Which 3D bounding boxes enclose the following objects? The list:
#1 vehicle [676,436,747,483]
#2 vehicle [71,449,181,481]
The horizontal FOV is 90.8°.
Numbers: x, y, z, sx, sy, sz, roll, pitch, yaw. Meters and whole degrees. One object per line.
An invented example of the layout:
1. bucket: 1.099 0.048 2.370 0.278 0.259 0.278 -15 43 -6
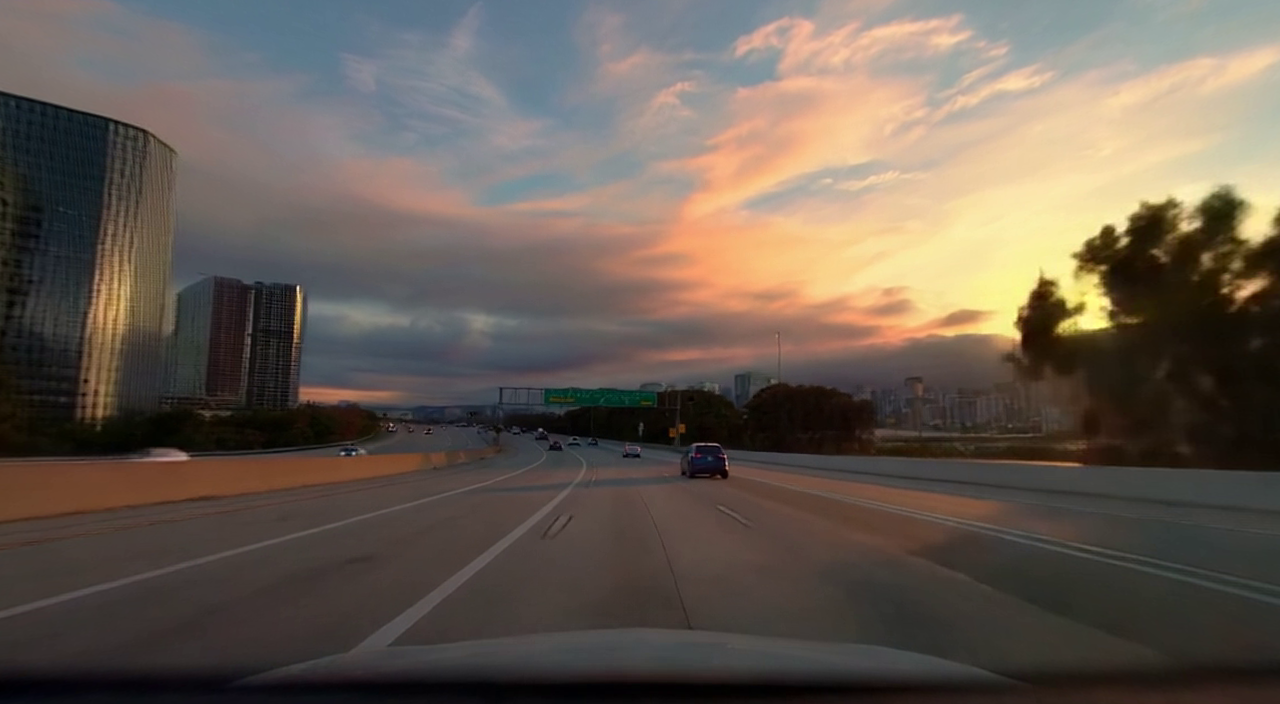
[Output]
1. vehicle: 2.852 4.439 26.383 2.110 1.780 4.682 0 -9 -4
2. vehicle: -25.797 5.659 31.978 1.886 1.430 4.564 0 -9 -3
